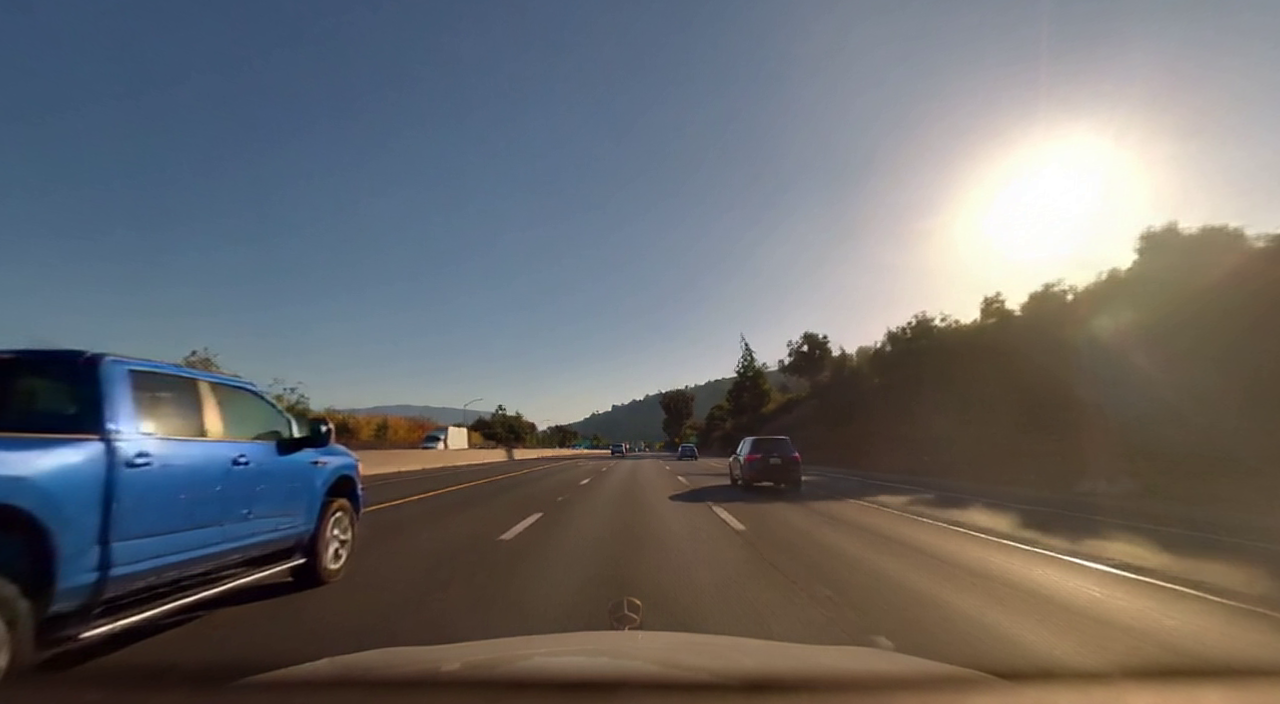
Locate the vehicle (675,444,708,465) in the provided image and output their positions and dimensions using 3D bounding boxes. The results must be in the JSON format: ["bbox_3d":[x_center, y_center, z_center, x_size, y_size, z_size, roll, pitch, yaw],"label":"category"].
[{"bbox_3d":[3.765,7.540,46.493,2.047,1.501,4.237,0,-9,0],"label":"vehicle"}]

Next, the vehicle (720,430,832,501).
[{"bbox_3d":[3.514,3.019,17.119,2.095,1.668,4.135,0,-9,0],"label":"vehicle"}]

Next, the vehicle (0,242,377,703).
[{"bbox_3d":[-4.000,0.736,3.356,2.496,2.203,6.317,0,-9,-1],"label":"vehicle"}]
